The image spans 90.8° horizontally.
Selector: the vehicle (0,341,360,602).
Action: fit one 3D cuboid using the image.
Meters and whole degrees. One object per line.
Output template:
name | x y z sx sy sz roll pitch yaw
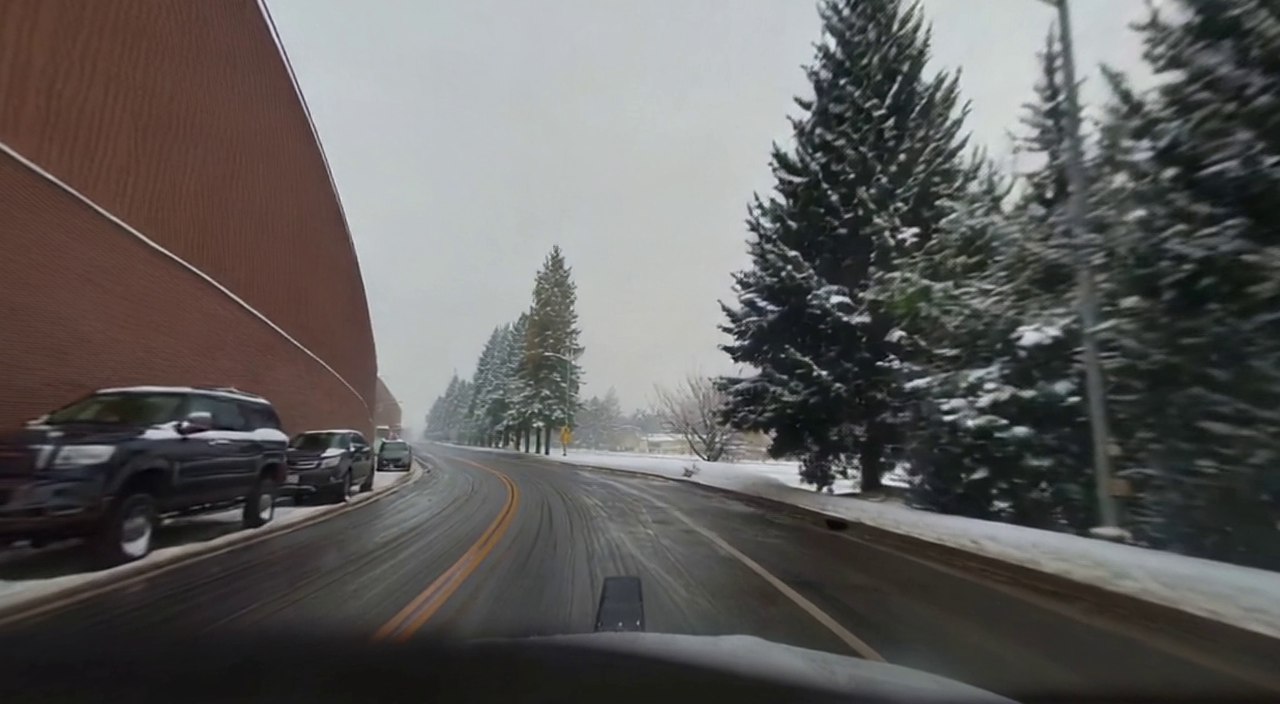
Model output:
vehicle | -7.156 1.553 9.475 3.073 2.458 6.937 3 -8 -4
